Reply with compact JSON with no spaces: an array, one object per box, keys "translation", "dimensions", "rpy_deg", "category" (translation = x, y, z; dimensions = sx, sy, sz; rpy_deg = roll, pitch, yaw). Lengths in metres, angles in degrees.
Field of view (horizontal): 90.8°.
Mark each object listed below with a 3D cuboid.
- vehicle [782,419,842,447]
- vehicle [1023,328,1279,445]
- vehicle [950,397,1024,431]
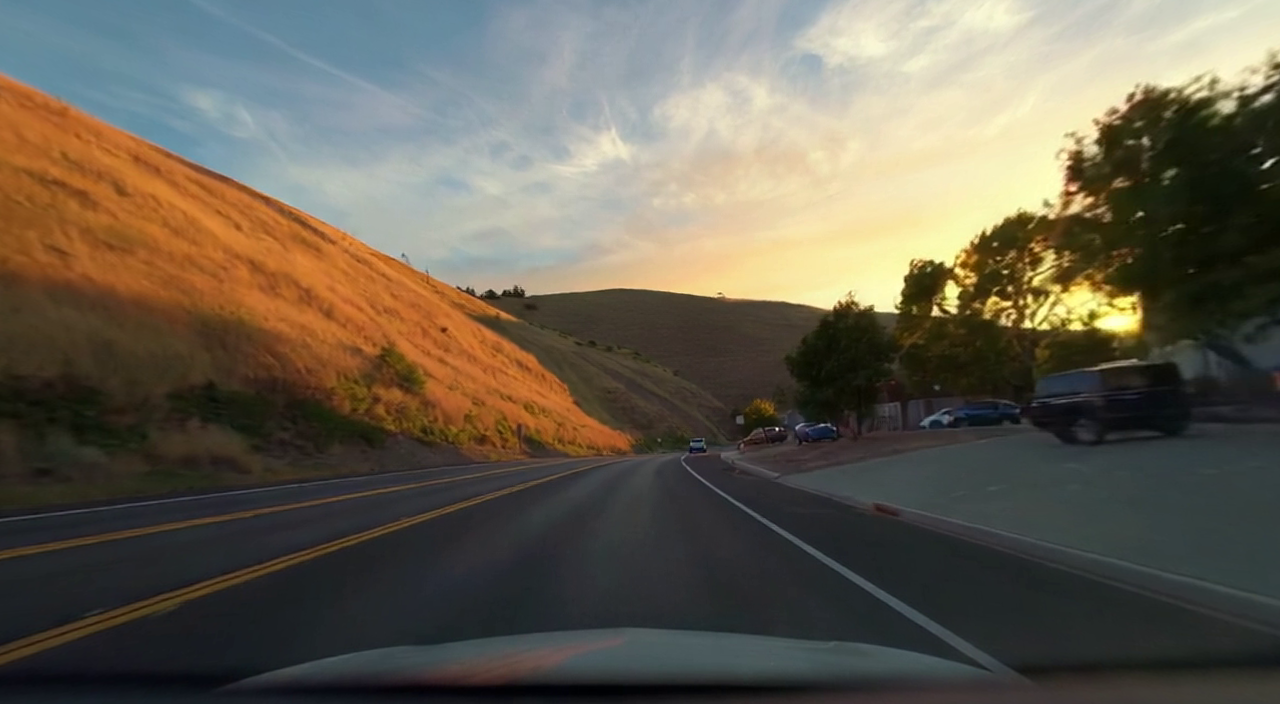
[{"translation":[10.077,4.835,37.352],"dimensions":[2.103,1.447,4.727],"rpy_deg":[-2,-9,-1],"category":"vehicle"},{"translation":[9.580,0.829,12.020],"dimensions":[1.929,1.593,4.030],"rpy_deg":[-5,-10,0],"category":"vehicle"},{"translation":[20.577,3.742,37.691],"dimensions":[1.933,1.770,4.325],"rpy_deg":[-2,-9,1],"category":"vehicle"}]
